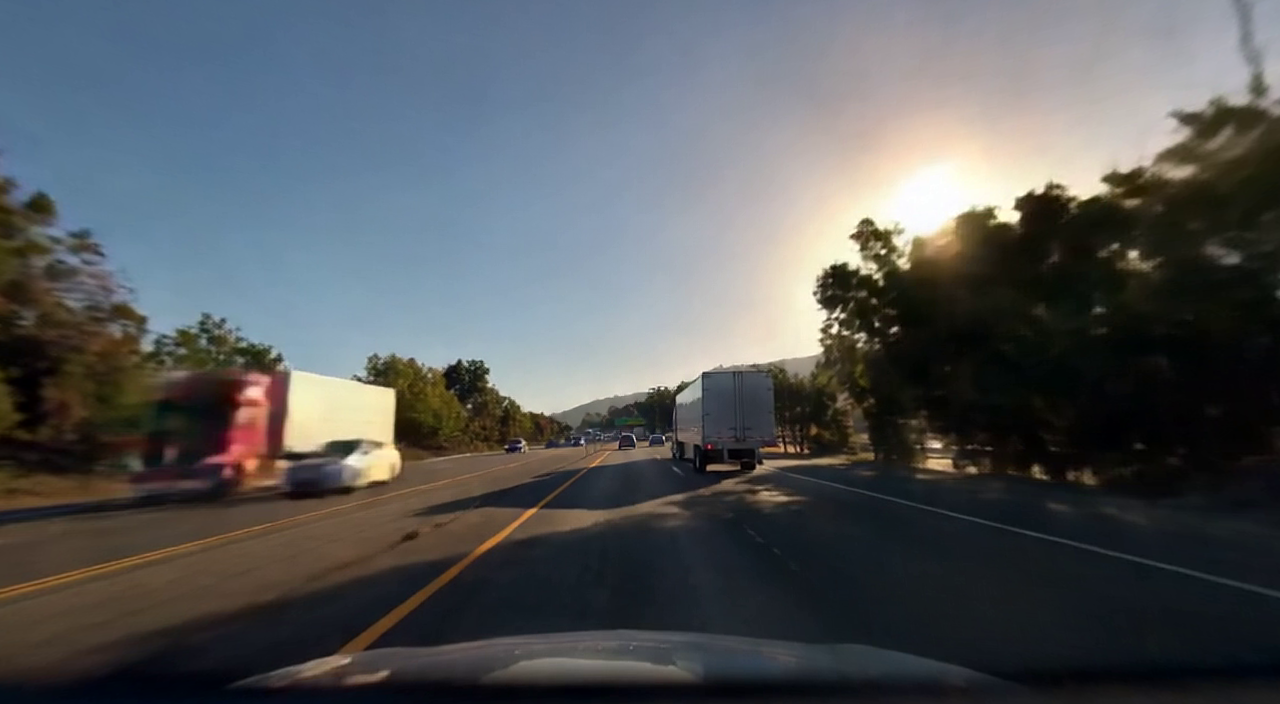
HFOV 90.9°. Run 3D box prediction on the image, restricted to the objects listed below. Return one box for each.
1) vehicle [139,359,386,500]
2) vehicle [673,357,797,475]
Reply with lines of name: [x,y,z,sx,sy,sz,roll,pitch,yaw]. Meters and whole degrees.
vehicle: [-12.849,2.883,23.179,2.952,4.048,10.005,0,-8,-1]
vehicle: [3.560,3.070,28.205,3.038,3.975,13.887,0,-8,-1]
